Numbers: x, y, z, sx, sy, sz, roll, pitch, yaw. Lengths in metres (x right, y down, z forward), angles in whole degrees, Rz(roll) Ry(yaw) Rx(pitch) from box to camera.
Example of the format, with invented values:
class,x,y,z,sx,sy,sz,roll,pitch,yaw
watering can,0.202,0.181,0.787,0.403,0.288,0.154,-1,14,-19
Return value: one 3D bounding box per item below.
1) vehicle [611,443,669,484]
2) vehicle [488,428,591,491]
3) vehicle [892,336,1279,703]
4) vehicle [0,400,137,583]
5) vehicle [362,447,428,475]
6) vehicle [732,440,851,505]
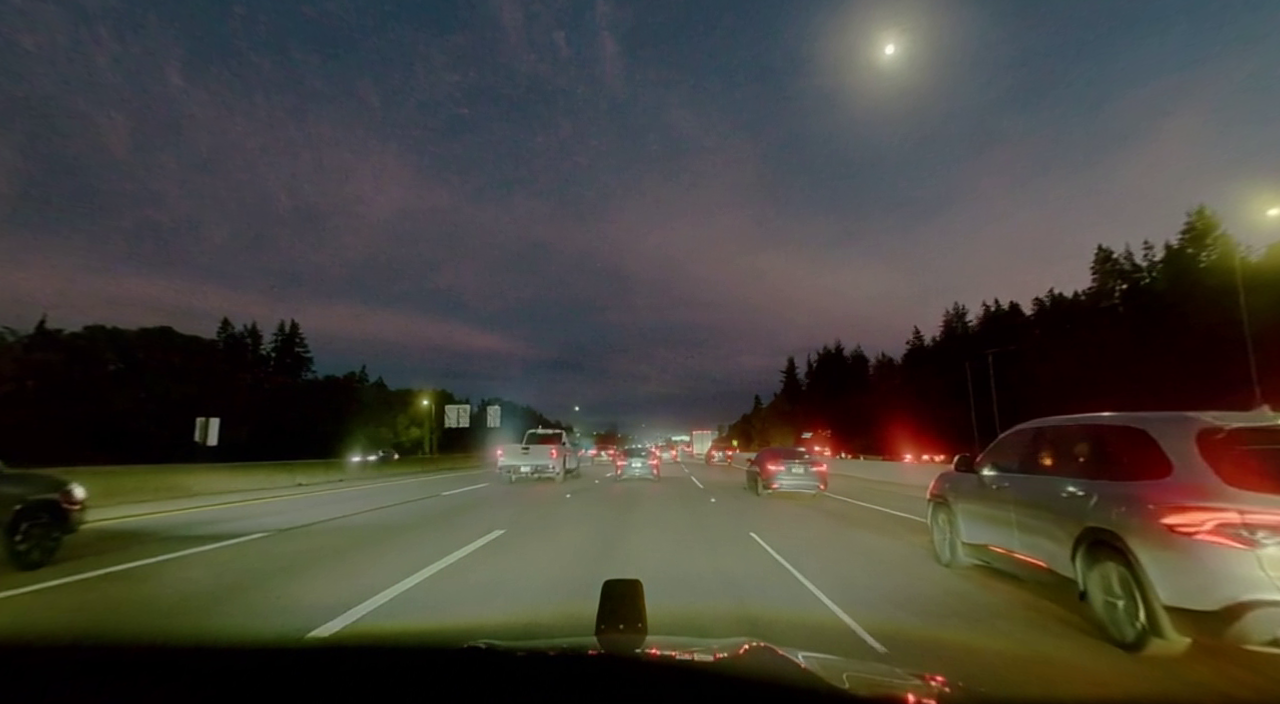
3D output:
class,x,y,z,sx,sy,sz,roll,pitch,yaw
vehicle,0.099,4.334,24.861,2.070,1.456,4.029,-1,-8,3
vehicle,-3.284,3.701,22.177,2.395,1.892,5.995,0,-8,2
vehicle,3.857,1.122,4.810,1.999,1.777,4.578,0,-8,1
vehicle,-7.457,1.246,5.336,2.191,1.789,4.960,0,-8,2
vehicle,-17.448,7.760,45.287,2.160,1.888,5.408,-1,-8,5
vehicle,3.866,3.150,17.070,1.907,1.474,4.840,0,-8,-2
